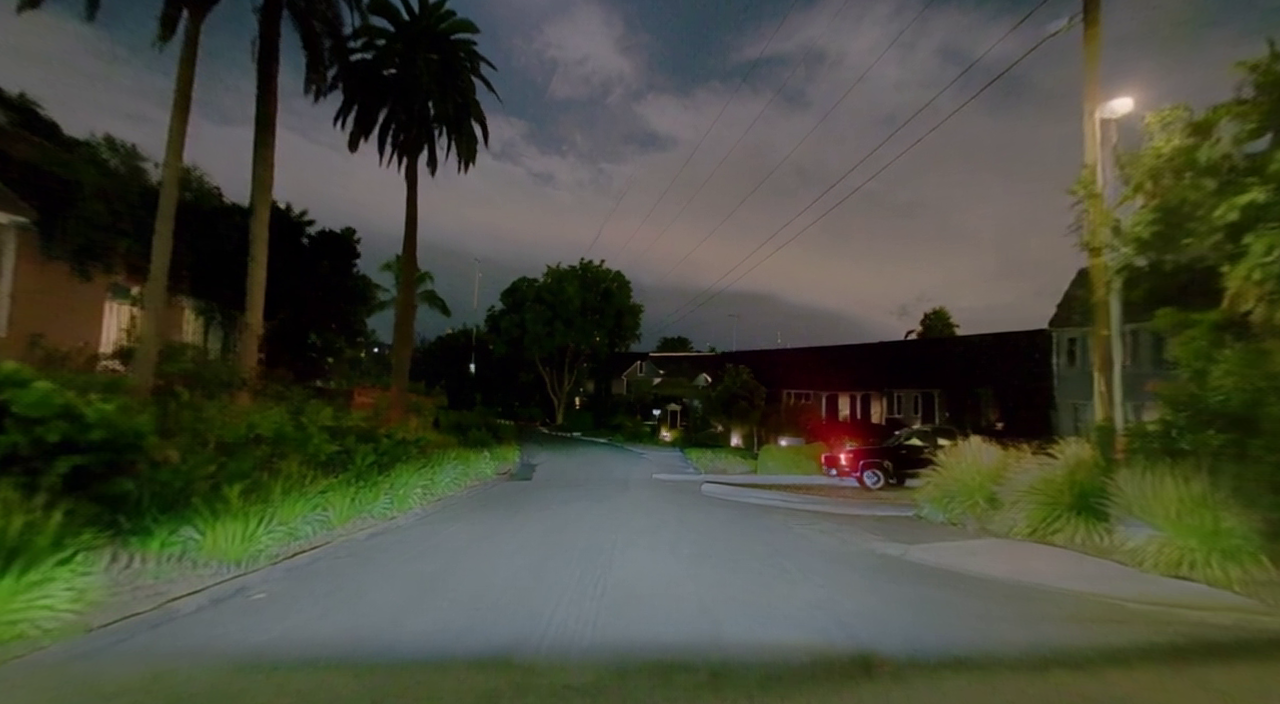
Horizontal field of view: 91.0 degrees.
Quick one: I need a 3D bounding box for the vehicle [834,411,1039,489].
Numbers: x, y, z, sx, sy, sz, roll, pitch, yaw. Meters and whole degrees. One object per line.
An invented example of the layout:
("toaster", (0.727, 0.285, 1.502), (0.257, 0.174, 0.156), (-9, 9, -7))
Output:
("vehicle", (8.671, 2.926, 18.404), (5.663, 1.913, 2.170), (6, -10, -23))
